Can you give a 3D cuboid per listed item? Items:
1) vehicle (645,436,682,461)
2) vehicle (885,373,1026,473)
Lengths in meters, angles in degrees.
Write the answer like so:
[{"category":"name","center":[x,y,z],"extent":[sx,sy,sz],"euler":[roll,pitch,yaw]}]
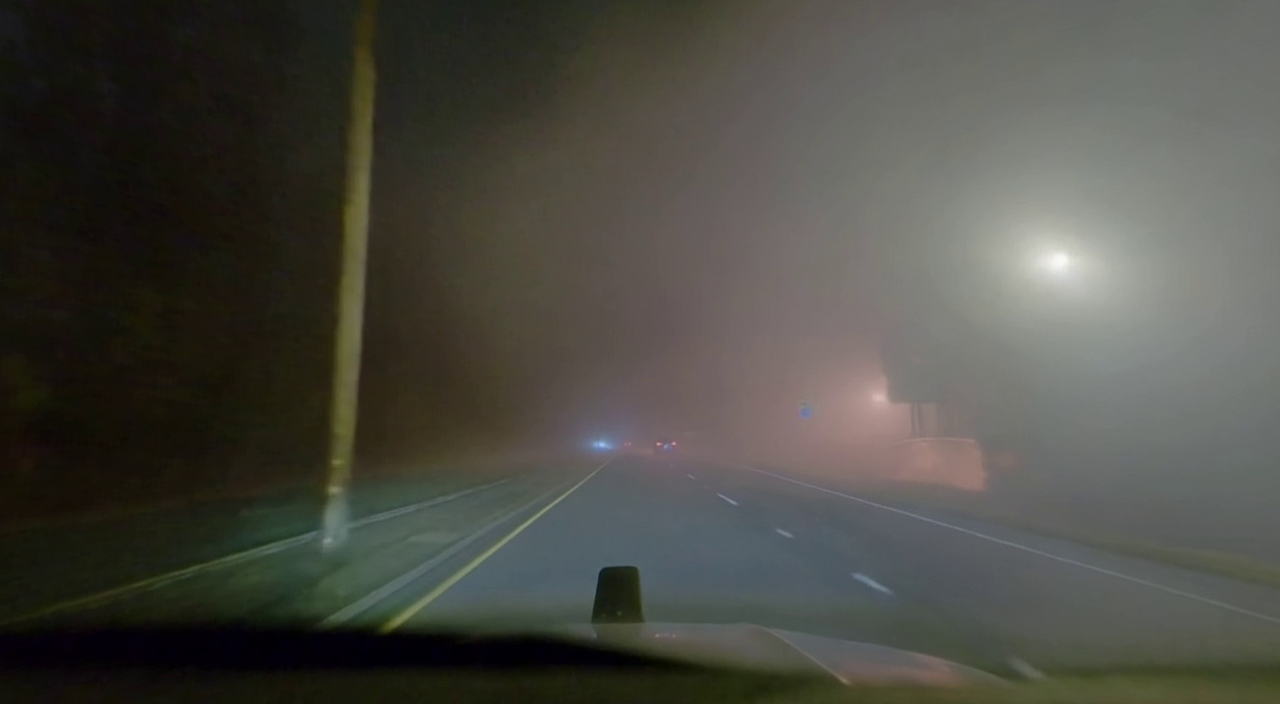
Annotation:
[{"category":"vehicle","center":[1.666,7.016,46.010],"extent":[2.183,1.744,4.424],"euler":[0,-8,-4]},{"category":"vehicle","center":[10.936,2.595,22.486],"extent":[3.250,3.147,4.411],"euler":[-2,-9,11]}]
